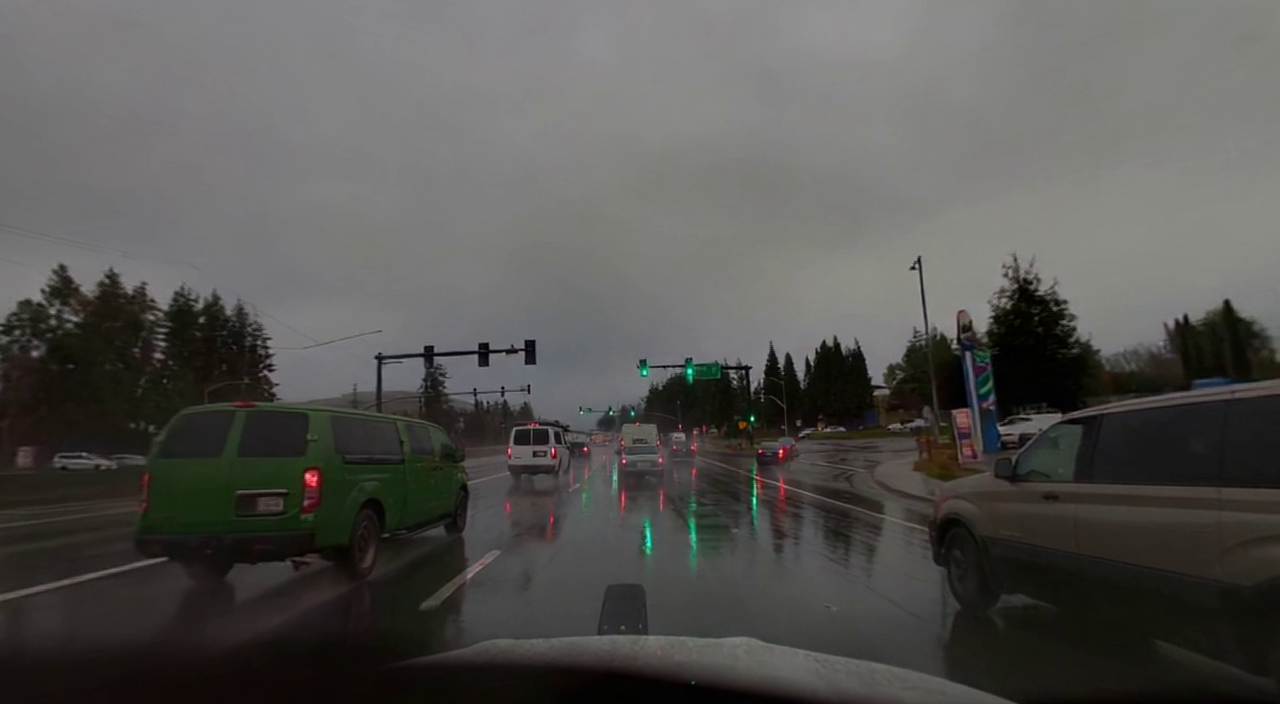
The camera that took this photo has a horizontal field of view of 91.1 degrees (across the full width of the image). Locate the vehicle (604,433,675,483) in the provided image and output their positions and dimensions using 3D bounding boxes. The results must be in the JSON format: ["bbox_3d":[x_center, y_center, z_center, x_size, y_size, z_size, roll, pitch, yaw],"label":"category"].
[{"bbox_3d":[-0.002,4.068,24.396,2.426,1.703,5.602,0,-8,0],"label":"vehicle"}]

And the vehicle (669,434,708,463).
[{"bbox_3d":[3.209,6.519,42.553,2.193,1.795,5.130,0,-8,-1],"label":"vehicle"}]

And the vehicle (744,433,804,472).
[{"bbox_3d":[6.284,4.749,29.970,2.119,1.696,4.623,0,-8,3],"label":"vehicle"}]

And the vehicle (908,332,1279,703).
[{"bbox_3d":[3.599,0.988,3.597,2.055,1.786,4.817,0,-8,1],"label":"vehicle"}]

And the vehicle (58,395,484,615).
[{"bbox_3d":[-3.599,1.601,7.668,2.002,1.747,5.173,0,-8,1],"label":"vehicle"}]

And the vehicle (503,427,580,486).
[{"bbox_3d":[-3.547,3.876,23.606,2.025,1.936,4.995,0,-8,1],"label":"vehicle"}]
